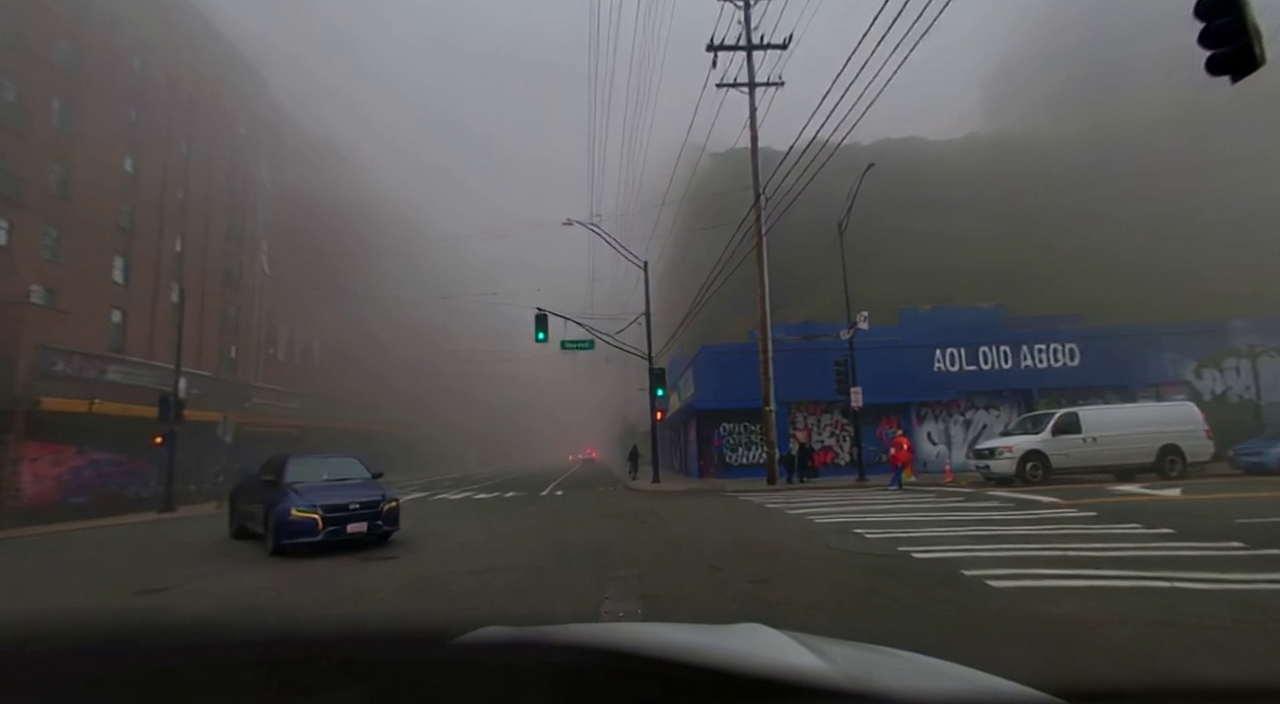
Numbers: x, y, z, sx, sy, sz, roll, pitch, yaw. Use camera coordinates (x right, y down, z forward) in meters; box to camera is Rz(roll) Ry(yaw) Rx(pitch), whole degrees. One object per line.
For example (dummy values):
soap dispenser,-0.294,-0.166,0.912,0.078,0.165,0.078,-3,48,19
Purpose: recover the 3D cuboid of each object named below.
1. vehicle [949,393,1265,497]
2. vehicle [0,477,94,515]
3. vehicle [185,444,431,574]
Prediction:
vehicle,9.747,1.967,13.525,4.970,1.972,2.372,1,-9,-6
vehicle,-25.402,6.023,26.547,3.301,1.369,1.644,-1,-9,-5
vehicle,-5.186,2.157,9.569,2.097,1.457,4.439,8,-12,-42
